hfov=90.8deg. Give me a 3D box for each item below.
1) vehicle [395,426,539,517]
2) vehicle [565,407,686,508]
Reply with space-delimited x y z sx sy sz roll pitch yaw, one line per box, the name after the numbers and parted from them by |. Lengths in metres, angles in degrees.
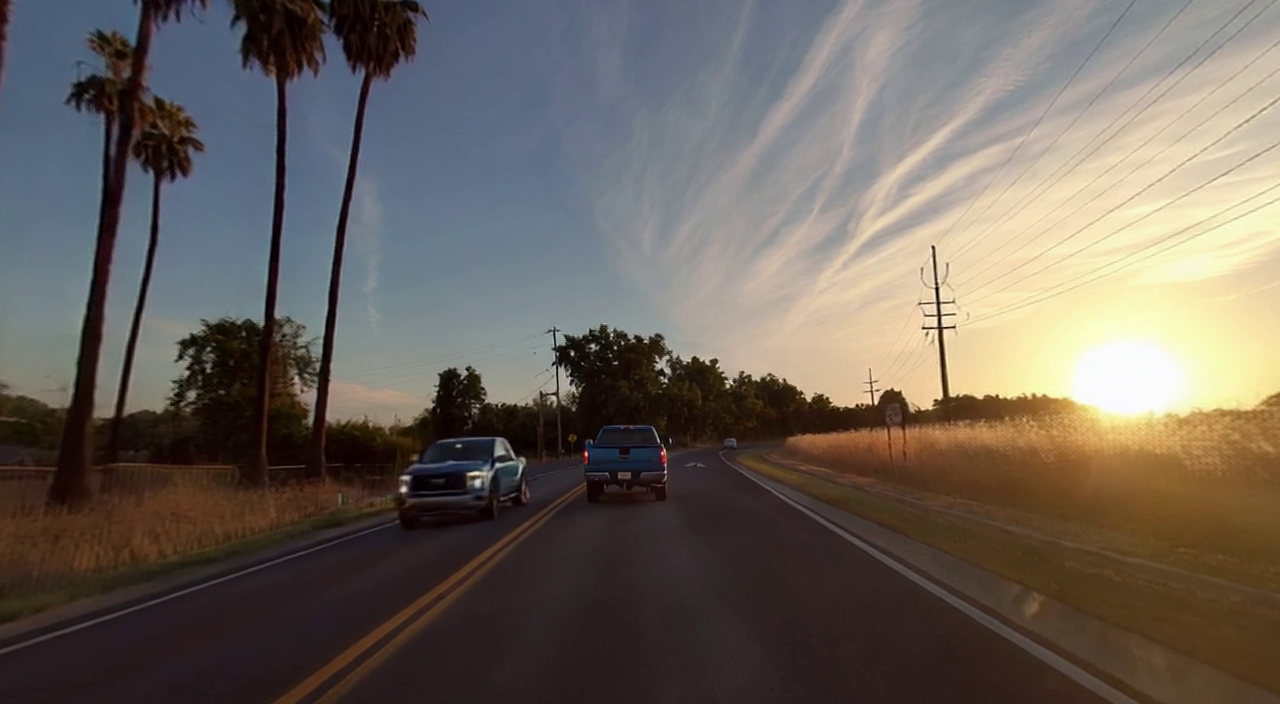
-4.183 2.987 16.330 2.276 1.965 5.009 0 -9 0 | vehicle
-0.358 2.792 17.099 2.693 2.223 5.885 0 -9 -1 | vehicle
